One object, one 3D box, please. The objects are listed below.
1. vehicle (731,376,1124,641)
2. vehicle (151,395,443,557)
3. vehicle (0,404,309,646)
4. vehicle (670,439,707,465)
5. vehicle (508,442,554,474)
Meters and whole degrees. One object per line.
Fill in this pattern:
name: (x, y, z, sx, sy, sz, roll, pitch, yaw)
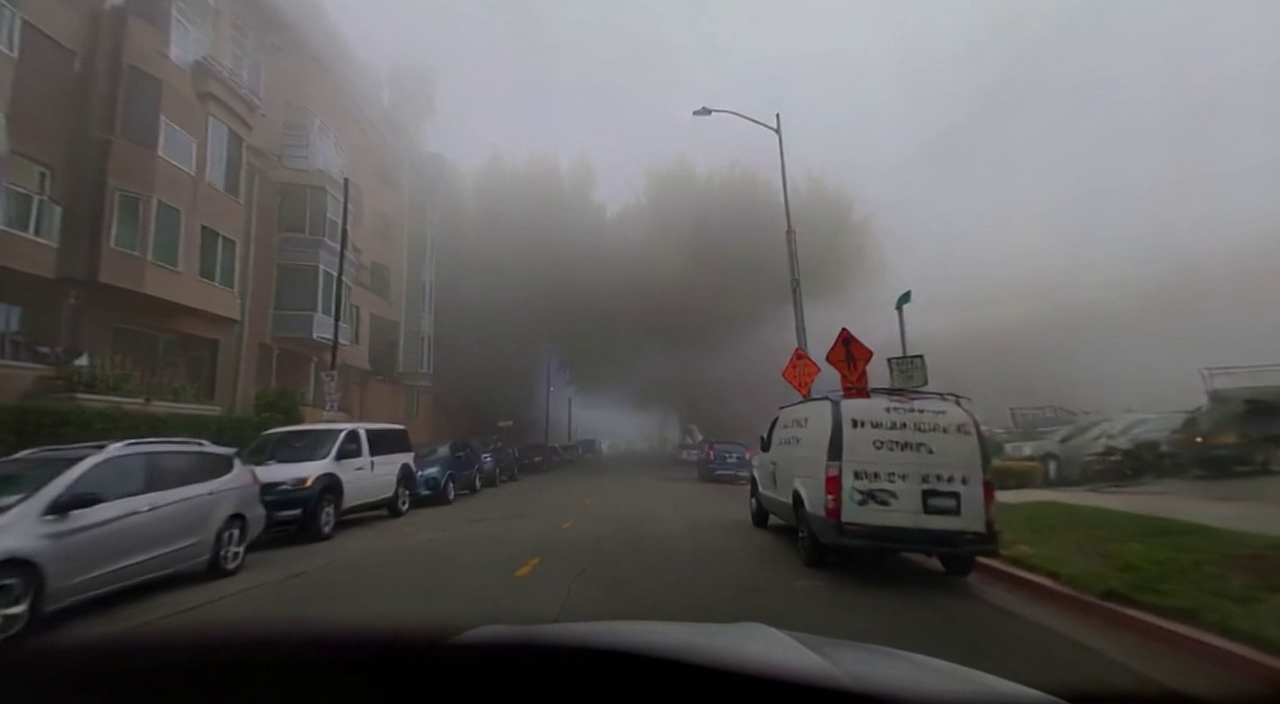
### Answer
vehicle: (2.749, 1.397, 7.846, 2.259, 2.119, 5.281, 0, -3, -2)
vehicle: (-5.464, 2.047, 11.347, 2.196, 2.059, 5.748, -2, -8, -2)
vehicle: (-5.482, 1.507, 6.147, 1.838, 1.725, 4.660, 0, -9, 2)
vehicle: (2.951, 6.208, 39.178, 1.835, 1.490, 4.134, 0, -9, -2)
vehicle: (-5.476, 5.379, 32.156, 1.722, 1.491, 3.431, 0, -9, 0)
